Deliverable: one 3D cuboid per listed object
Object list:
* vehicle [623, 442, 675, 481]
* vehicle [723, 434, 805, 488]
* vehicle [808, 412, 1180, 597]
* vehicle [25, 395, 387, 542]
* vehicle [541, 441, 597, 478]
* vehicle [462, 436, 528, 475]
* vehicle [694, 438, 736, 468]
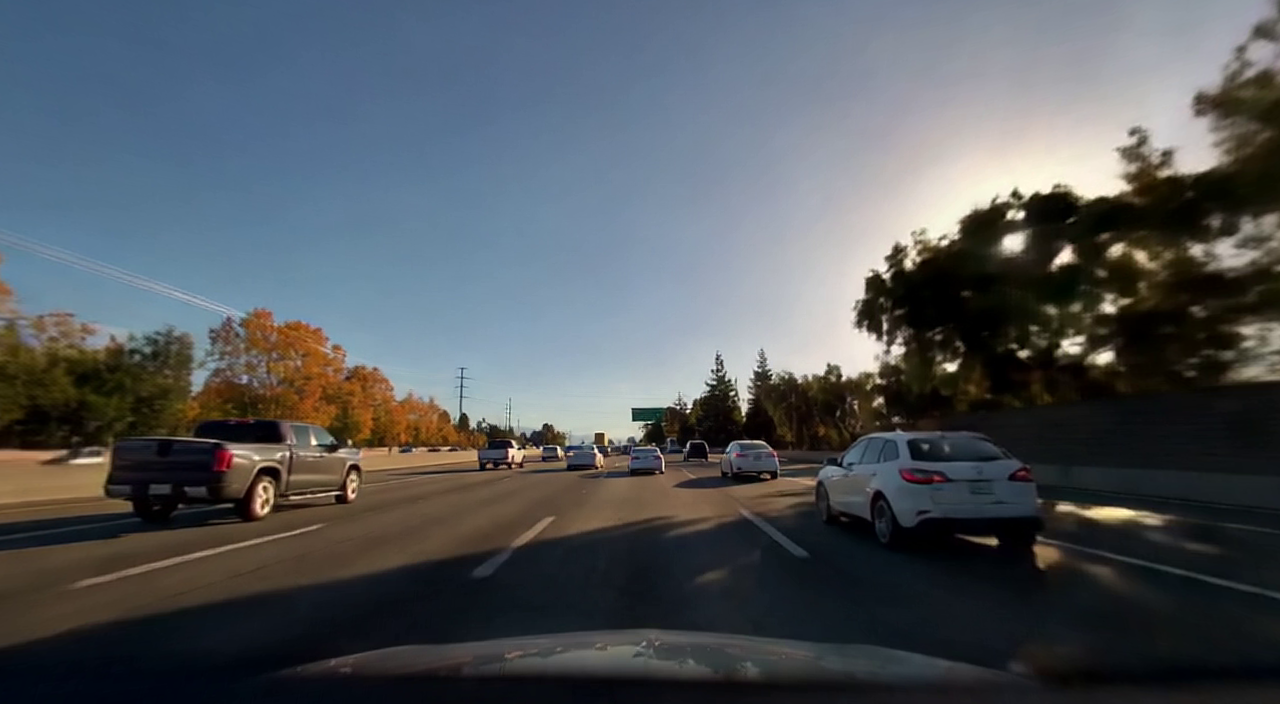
[{"bbox_3d":[0.357,4.444,25.945,1.966,1.444,3.986,0,-9,0],"label":"vehicle"},{"bbox_3d":[4.203,3.764,22.085,2.002,1.691,4.290,0,-9,0],"label":"vehicle"},{"bbox_3d":[3.665,1.657,7.714,2.051,1.595,4.301,0,-9,0],"label":"vehicle"},{"bbox_3d":[-6.967,1.985,11.360,2.269,1.936,5.777,0,-9,2],"label":"vehicle"},{"bbox_3d":[-3.056,4.721,27.923,1.904,1.479,4.274,0,-9,1],"label":"vehicle"},{"bbox_3d":[-6.681,4.845,29.627,1.978,1.680,4.263,0,-9,1],"label":"vehicle"},{"bbox_3d":[4.755,6.530,40.834,2.195,1.778,4.455,0,-8,0],"label":"vehicle"}]
